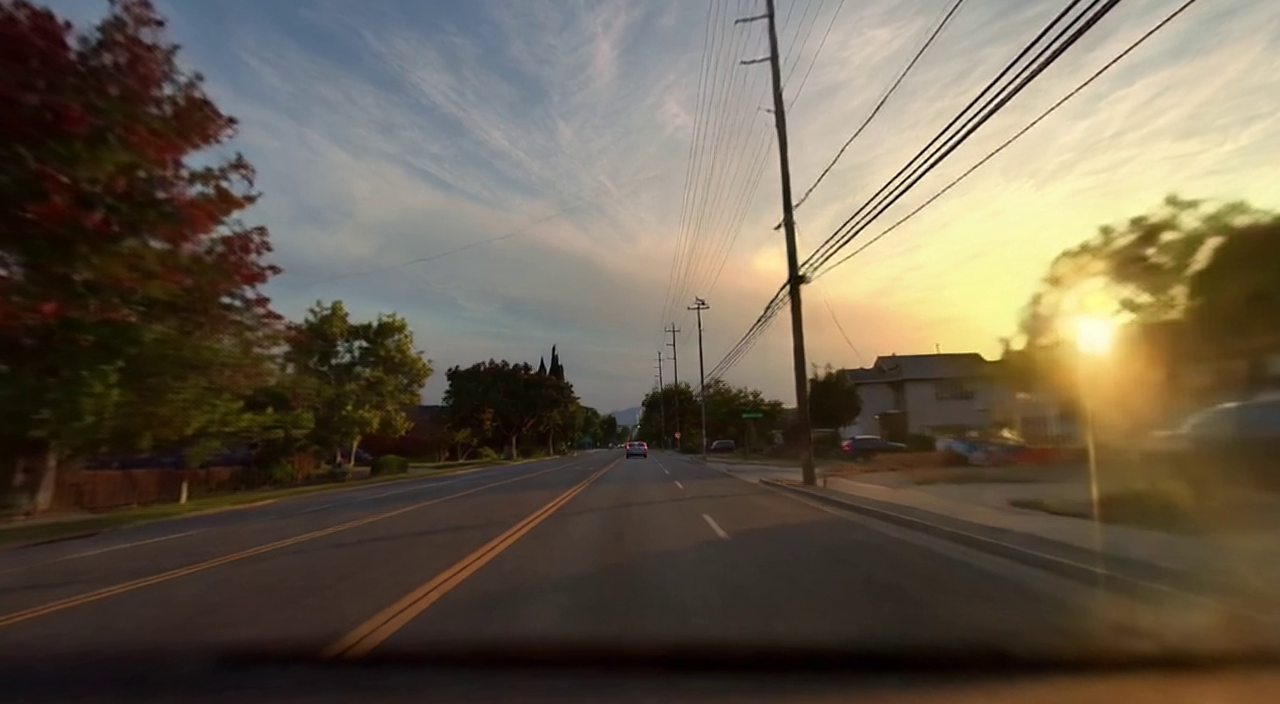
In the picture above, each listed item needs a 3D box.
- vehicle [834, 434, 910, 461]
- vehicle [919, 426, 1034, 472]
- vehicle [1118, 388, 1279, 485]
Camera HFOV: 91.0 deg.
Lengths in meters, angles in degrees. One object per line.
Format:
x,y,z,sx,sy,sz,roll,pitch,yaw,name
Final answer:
14.301,5.909,38.899,3.855,1.548,1.937,0,-8,-6,vehicle
12.277,3.579,23.365,1.846,1.523,4.492,0,-8,1,vehicle
14.001,1.860,13.761,5.242,1.951,2.066,0,-8,2,vehicle
